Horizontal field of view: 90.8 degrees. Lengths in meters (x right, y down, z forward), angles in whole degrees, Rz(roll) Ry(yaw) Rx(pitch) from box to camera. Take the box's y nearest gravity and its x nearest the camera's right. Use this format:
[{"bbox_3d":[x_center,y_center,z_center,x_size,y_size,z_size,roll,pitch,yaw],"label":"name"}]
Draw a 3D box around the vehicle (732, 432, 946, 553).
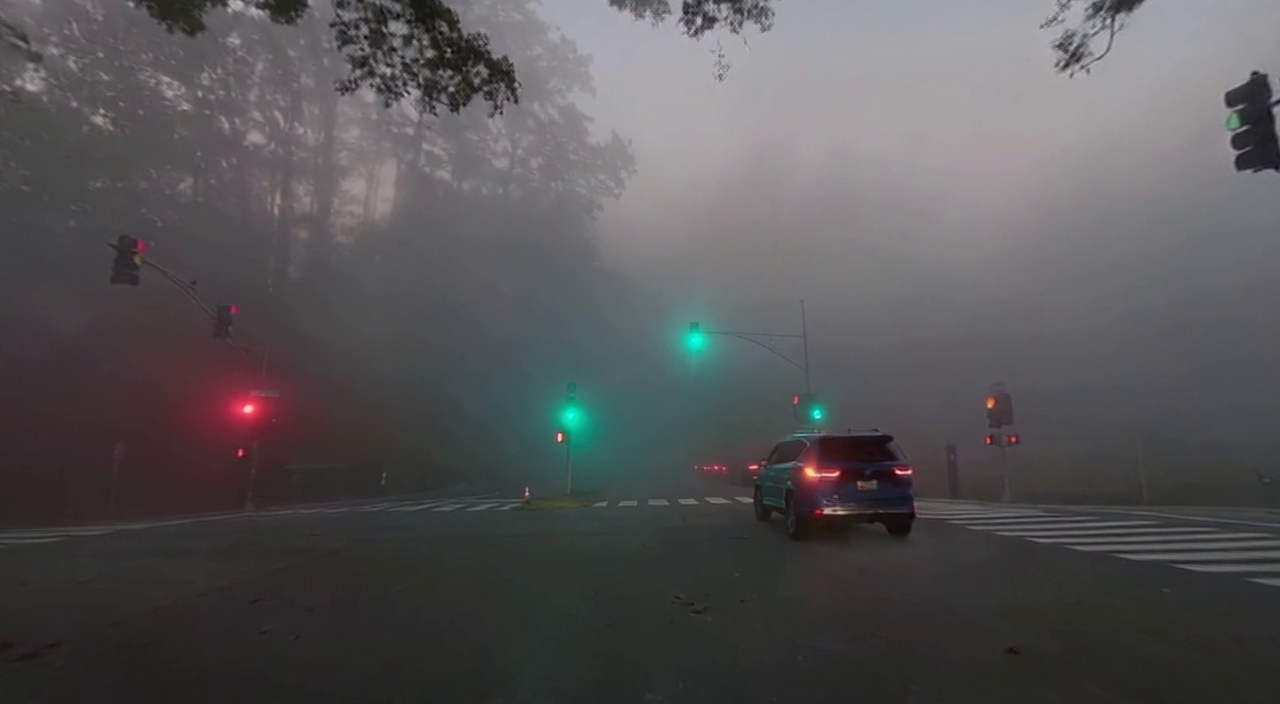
[{"bbox_3d":[3.109,2.301,11.194,2.140,1.655,4.786,0,-8,-1],"label":"vehicle"}]
